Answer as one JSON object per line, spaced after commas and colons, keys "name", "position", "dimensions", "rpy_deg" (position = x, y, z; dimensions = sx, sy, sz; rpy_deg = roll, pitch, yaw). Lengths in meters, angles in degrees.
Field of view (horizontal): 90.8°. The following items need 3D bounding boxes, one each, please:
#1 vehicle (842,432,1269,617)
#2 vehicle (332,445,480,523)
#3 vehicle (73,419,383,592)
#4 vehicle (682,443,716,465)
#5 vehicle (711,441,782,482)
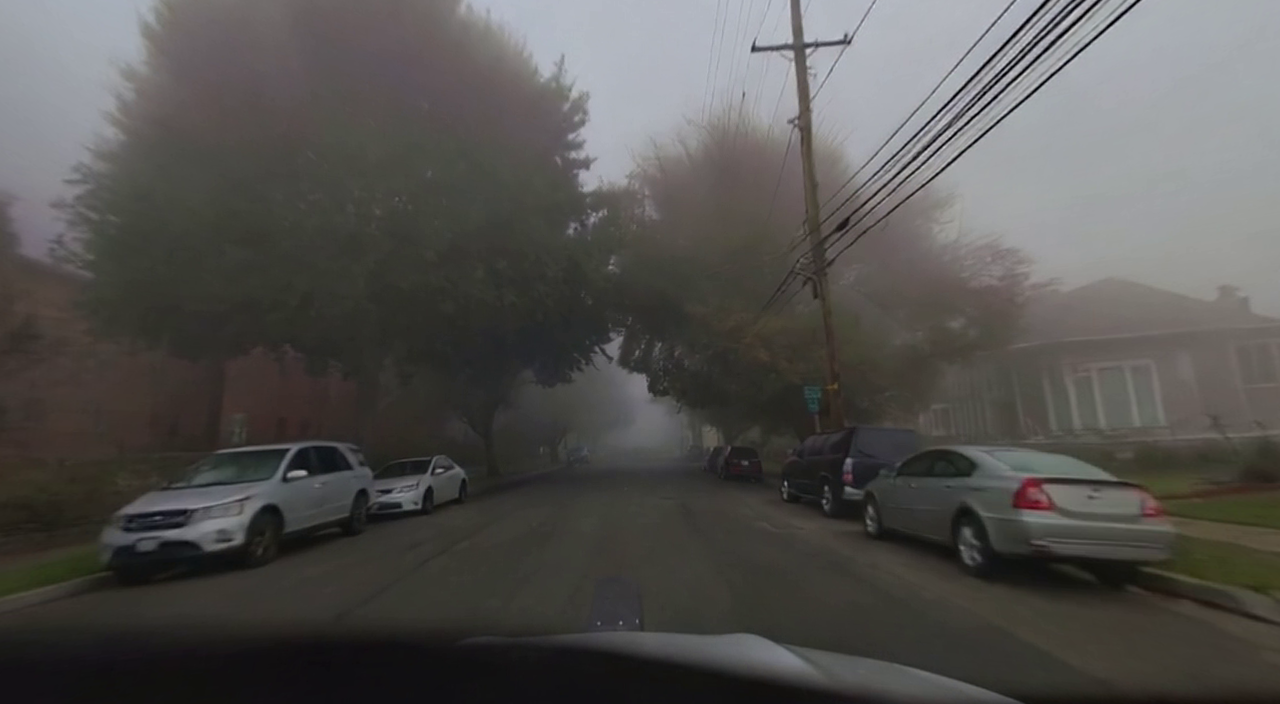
{"name": "vehicle", "position": [3.983, 1.682, 7.252], "dimensions": [1.804, 1.422, 4.497], "rpy_deg": [0, -8, -1]}
{"name": "vehicle", "position": [-5.704, 3.218, 16.111], "dimensions": [1.991, 1.464, 4.763], "rpy_deg": [-3, -7, 0]}
{"name": "vehicle", "position": [-5.688, 2.060, 9.650], "dimensions": [2.046, 1.825, 4.627], "rpy_deg": [-3, -7, -6]}
{"name": "vehicle", "position": [4.242, 7.360, 45.829], "dimensions": [1.911, 1.538, 3.960], "rpy_deg": [0, -8, -2]}
{"name": "vehicle", "position": [4.178, 4.382, 25.596], "dimensions": [1.930, 1.470, 4.738], "rpy_deg": [0, -8, -1]}
